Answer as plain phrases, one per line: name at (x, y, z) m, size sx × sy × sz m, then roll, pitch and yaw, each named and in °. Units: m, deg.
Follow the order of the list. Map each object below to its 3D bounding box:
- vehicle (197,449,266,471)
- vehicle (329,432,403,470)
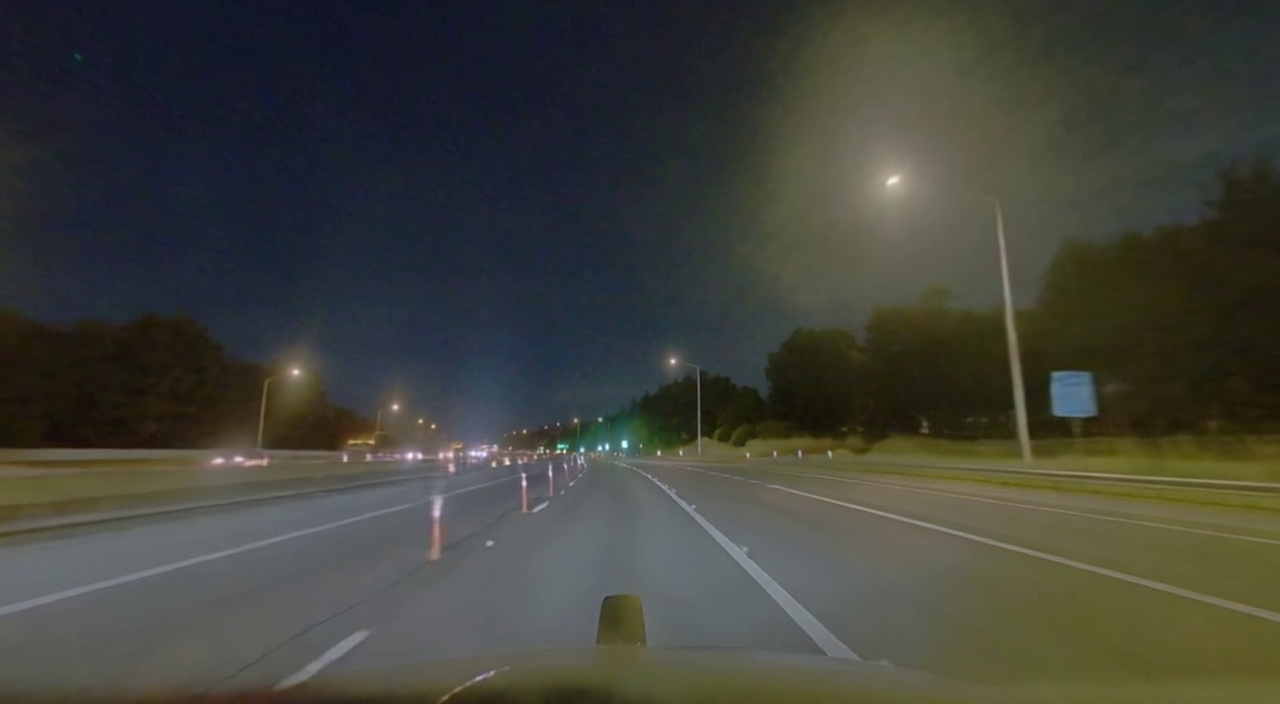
vehicle at (-31.194, 8.239, 48.316) m, size 2.075 × 1.589 × 5.035 m, roll 0°, pitch -9°, yaw -2°
vehicle at (-18.779, 6.934, 43.567) m, size 2.450 × 2.180 × 6.404 m, roll 7°, pitch -11°, yaw -3°
